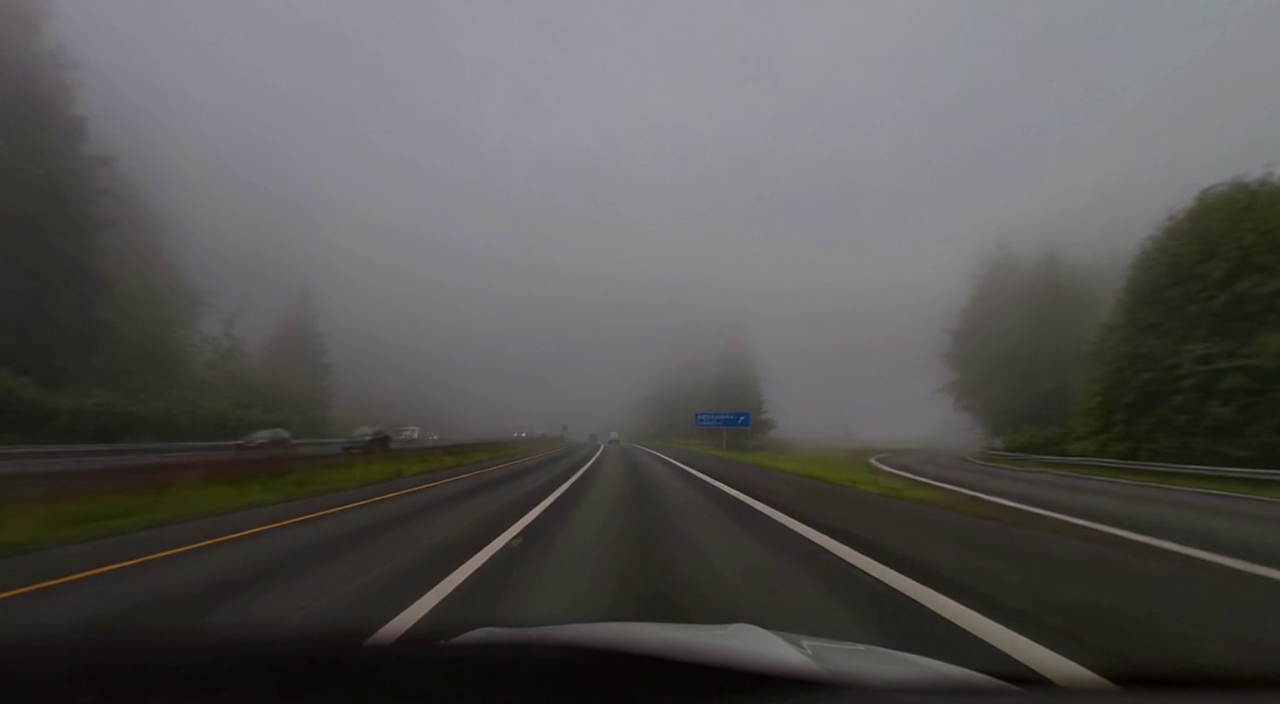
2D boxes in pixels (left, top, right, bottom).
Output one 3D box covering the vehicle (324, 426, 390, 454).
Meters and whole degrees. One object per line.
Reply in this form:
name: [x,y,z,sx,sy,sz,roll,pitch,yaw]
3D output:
vehicle: [-16.994,5.296,38.171,1.909,1.545,4.791,0,-7,-2]
